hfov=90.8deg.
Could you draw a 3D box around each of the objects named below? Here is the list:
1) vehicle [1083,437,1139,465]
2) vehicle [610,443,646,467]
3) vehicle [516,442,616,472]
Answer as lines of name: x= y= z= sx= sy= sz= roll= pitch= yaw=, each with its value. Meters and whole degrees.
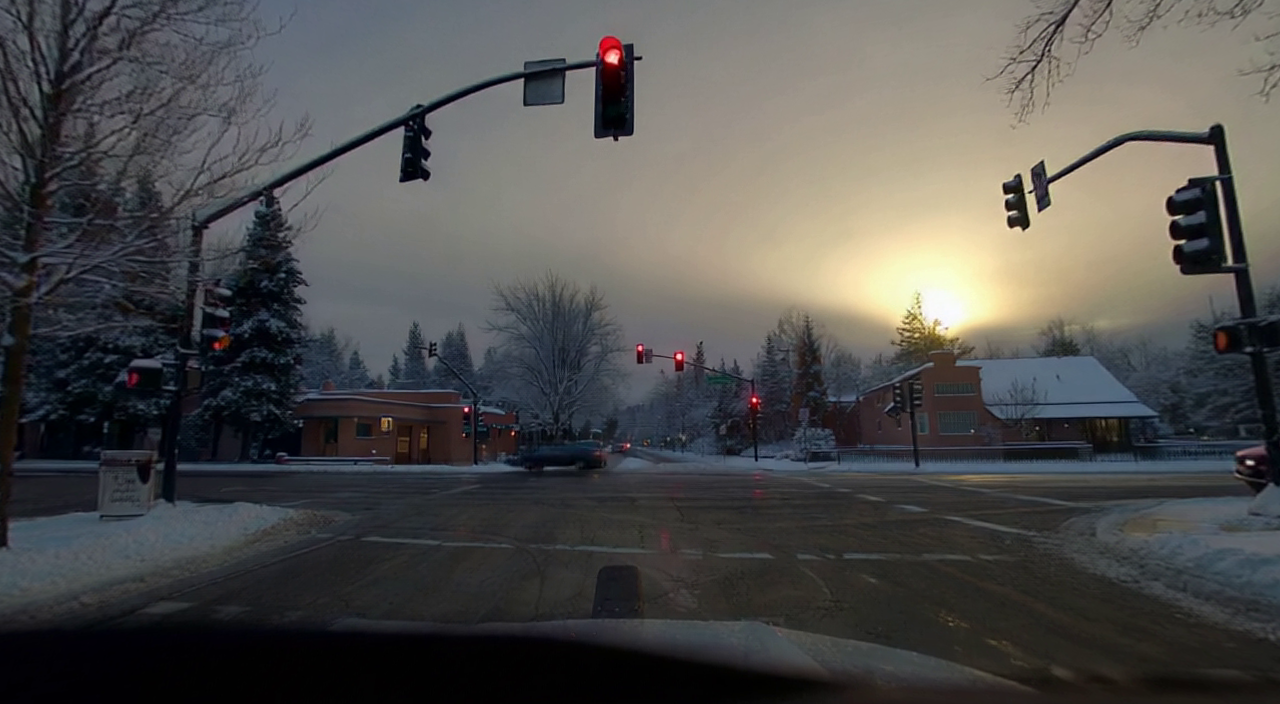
vehicle: x=26.979 y=5.658 z=36.137 sx=2.092 sy=1.474 sz=4.046 roll=-8 pitch=-11 yaw=40
vehicle: x=-0.842 y=6.830 z=41.985 sx=2.056 sy=1.492 sz=3.937 roll=1 pitch=-9 yaw=-6
vehicle: x=-3.733 y=5.319 z=32.089 sx=4.628 sy=1.414 sz=1.897 roll=-3 pitch=-9 yaw=16
